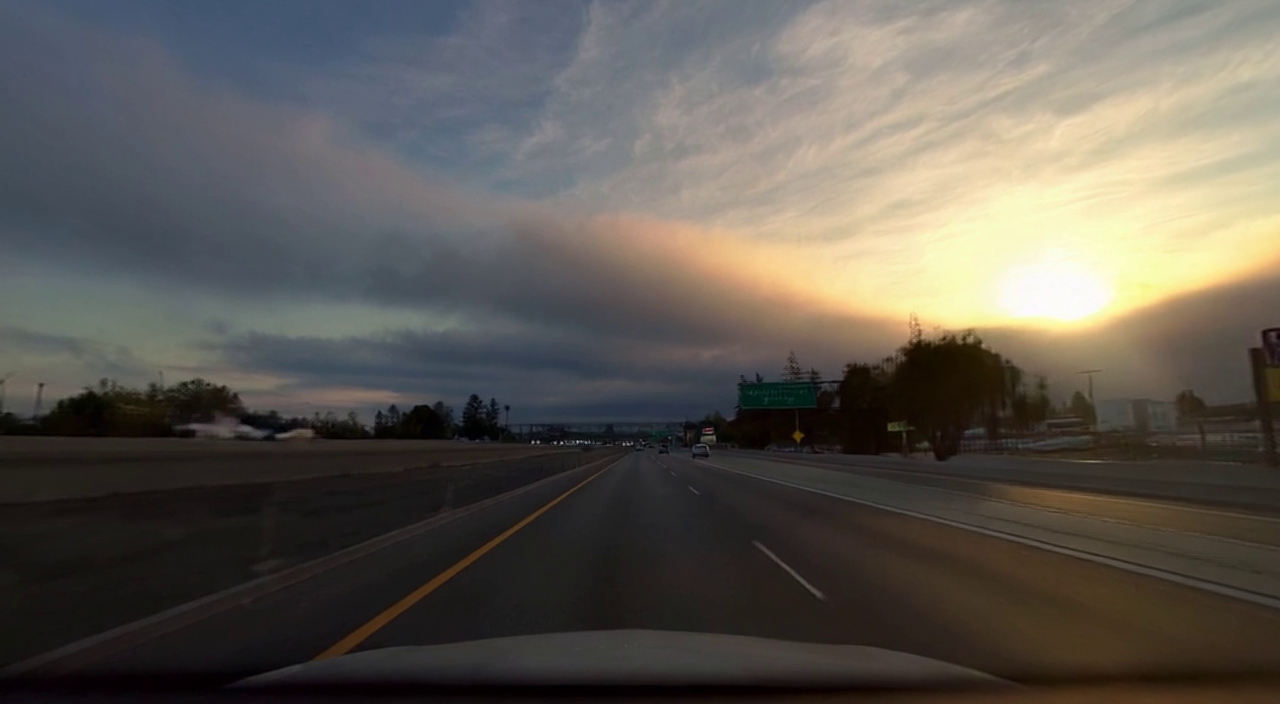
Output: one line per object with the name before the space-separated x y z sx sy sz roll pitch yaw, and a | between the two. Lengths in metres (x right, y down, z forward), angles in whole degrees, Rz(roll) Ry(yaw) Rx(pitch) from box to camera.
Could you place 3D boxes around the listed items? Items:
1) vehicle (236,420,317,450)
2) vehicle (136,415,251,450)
vehicle | -21.563 5.001 37.753 1.928 1.628 4.890 0 -9 0
vehicle | -25.379 4.708 36.227 2.251 1.820 5.899 0 -9 0
